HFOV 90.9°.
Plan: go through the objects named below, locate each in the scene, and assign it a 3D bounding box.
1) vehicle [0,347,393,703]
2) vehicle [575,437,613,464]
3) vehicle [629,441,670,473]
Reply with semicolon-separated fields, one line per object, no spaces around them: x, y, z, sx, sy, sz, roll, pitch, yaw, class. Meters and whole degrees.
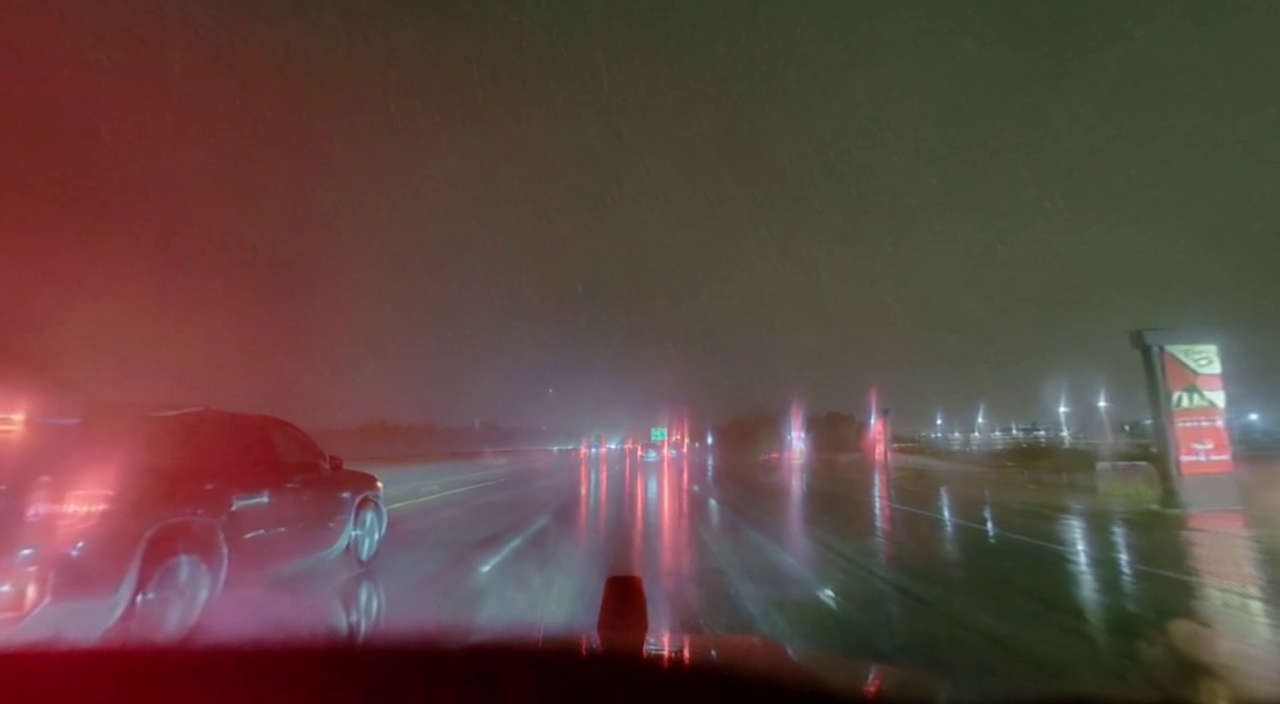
-3.922;1.145;4.673;2.239;1.761;4.620;0;-8;1;vehicle
-3.470;7.579;48.646;2.403;1.946;5.623;0;-8;1;vehicle
0.451;5.388;32.598;2.000;1.558;3.945;0;-8;0;vehicle
